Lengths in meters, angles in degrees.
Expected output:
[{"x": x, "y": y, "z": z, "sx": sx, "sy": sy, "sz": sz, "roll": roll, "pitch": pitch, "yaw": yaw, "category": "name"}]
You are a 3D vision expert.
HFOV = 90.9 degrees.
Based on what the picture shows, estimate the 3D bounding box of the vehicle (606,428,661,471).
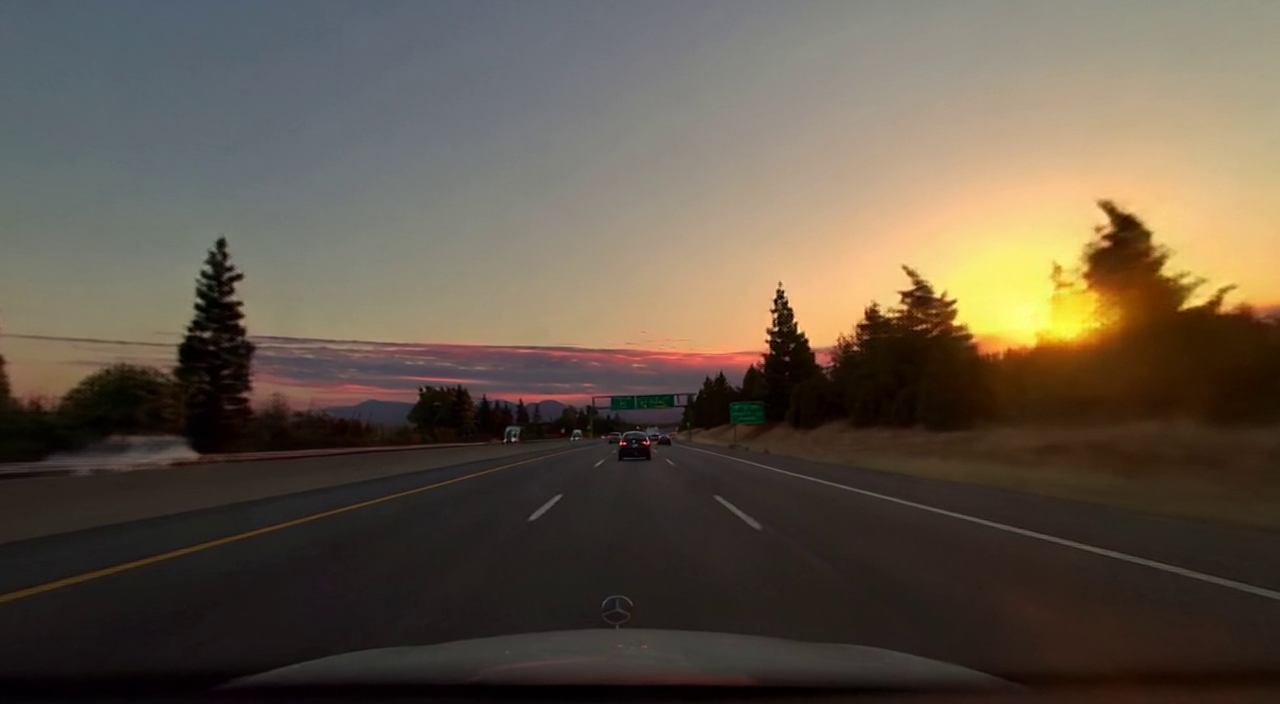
[{"x": -0.269, "y": 3.948, "z": 25.732, "sx": 2.094, "sy": 1.600, "sz": 3.666, "roll": 0, "pitch": -8, "yaw": -1, "category": "vehicle"}]

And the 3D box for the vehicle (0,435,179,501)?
[{"x": -15.784, "y": 3.210, "z": 17.997, "sx": 1.992, "sy": 1.625, "sz": 4.290, "roll": 0, "pitch": -8, "yaw": 0, "category": "vehicle"}]
